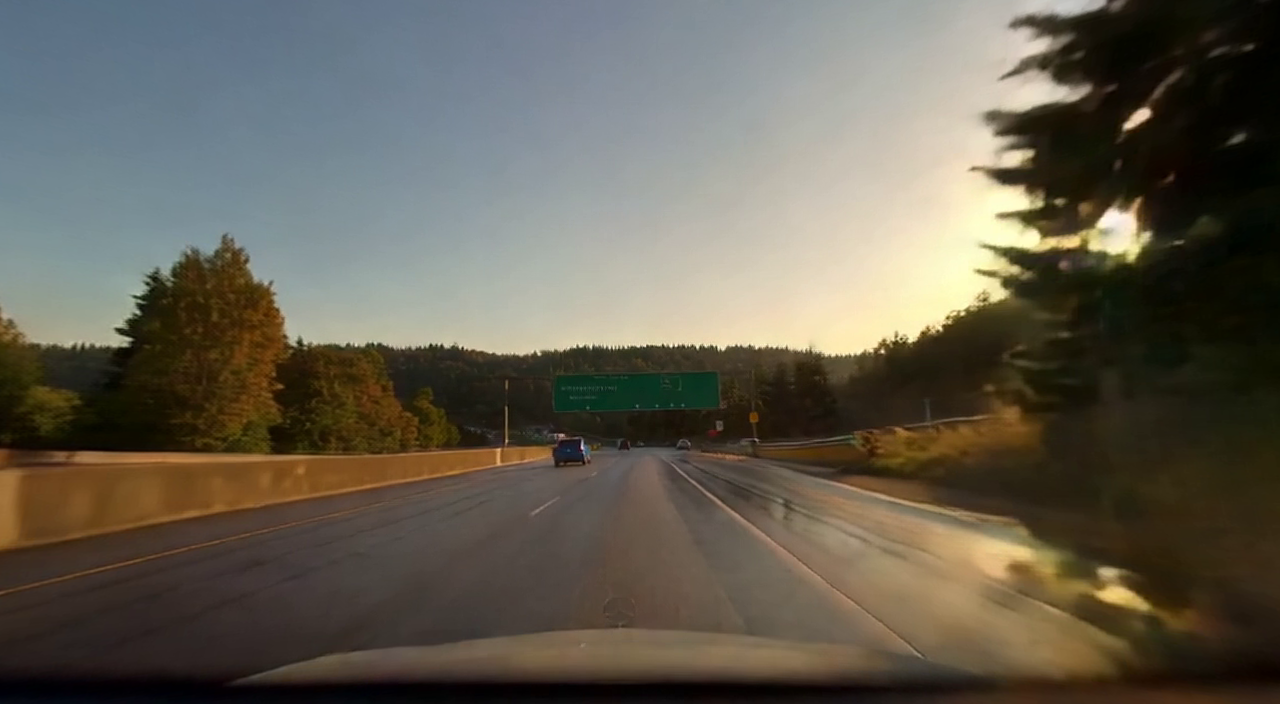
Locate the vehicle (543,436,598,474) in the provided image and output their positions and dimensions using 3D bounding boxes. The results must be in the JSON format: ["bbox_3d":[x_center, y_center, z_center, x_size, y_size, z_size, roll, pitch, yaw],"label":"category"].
[{"bbox_3d":[-3.285,4.953,30.443,2.125,1.662,4.336,-1,-8,1],"label":"vehicle"}]
